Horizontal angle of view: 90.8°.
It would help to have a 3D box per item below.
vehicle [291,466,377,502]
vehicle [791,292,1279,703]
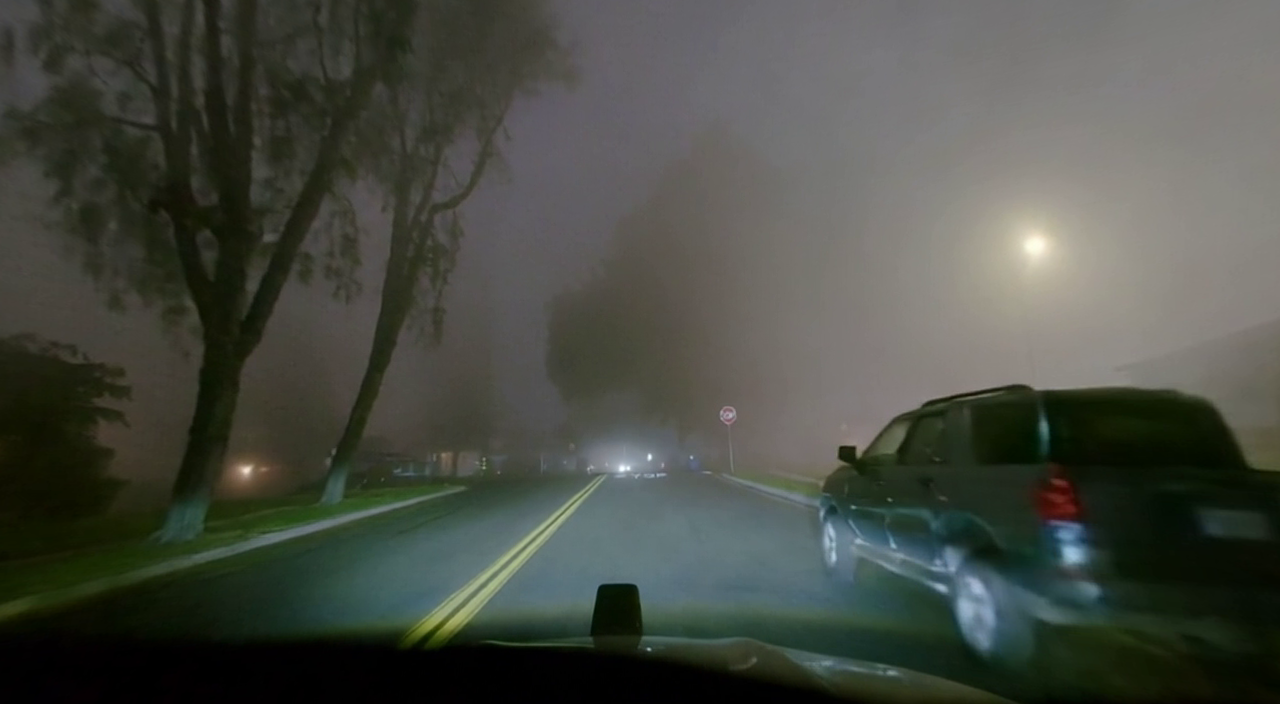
[{"bbox_3d":[-18.527,7.979,38.242,4.274,1.626,2.093,-7,-9,10],"label":"vehicle"},{"bbox_3d":[2.693,1.013,4.539,2.109,1.875,4.488,-1,-8,1],"label":"vehicle"}]
